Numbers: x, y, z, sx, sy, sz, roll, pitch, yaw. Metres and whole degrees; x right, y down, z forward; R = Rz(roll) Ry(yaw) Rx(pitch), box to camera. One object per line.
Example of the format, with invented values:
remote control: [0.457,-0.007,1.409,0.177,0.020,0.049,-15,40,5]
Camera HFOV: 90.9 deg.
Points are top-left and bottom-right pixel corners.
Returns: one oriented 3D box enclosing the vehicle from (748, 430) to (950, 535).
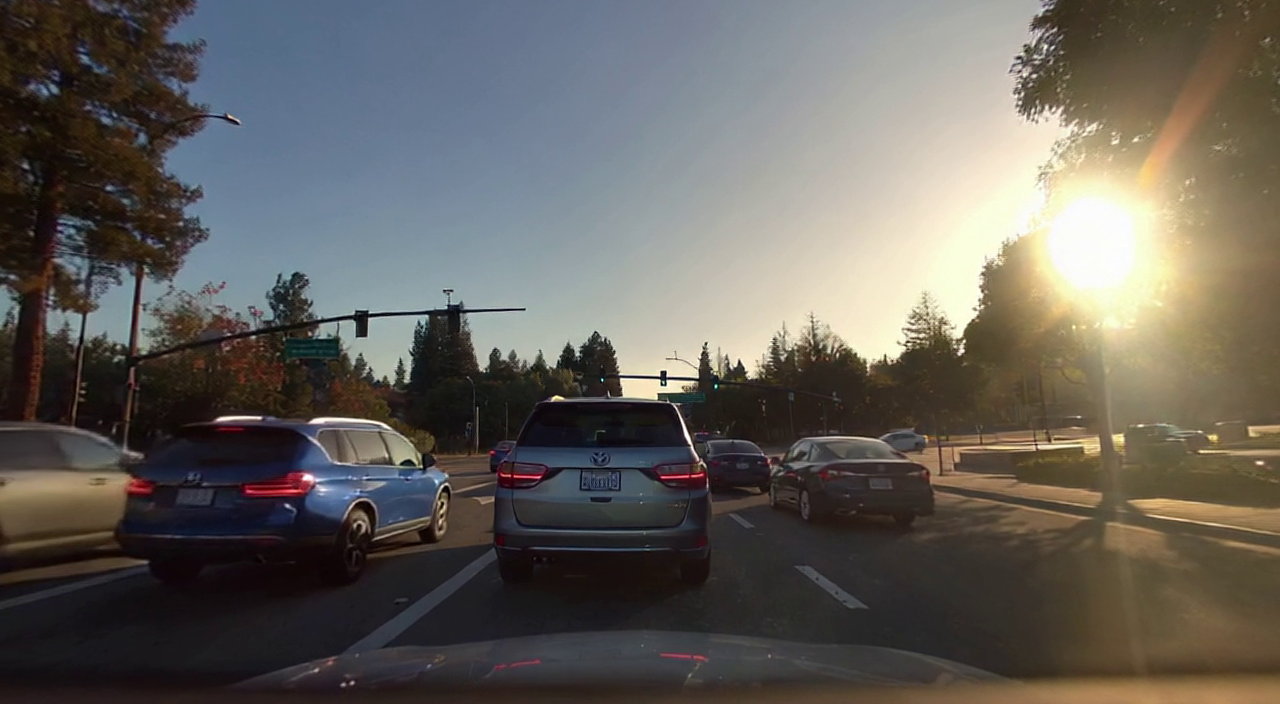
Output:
vehicle: [3.376,2.200,11.228,2.121,1.494,4.208,0,-8,0]

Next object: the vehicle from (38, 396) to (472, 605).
vehicle: [-3.721,1.531,7.424,2.160,1.666,4.583,0,-8,0]

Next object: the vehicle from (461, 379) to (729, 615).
vehicle: [-0.360,1.437,7.105,2.064,1.817,4.298,0,-8,0]

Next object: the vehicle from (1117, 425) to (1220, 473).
vehicle: [19.306,3.513,22.974,4.215,1.578,1.892,7,-11,-38]
